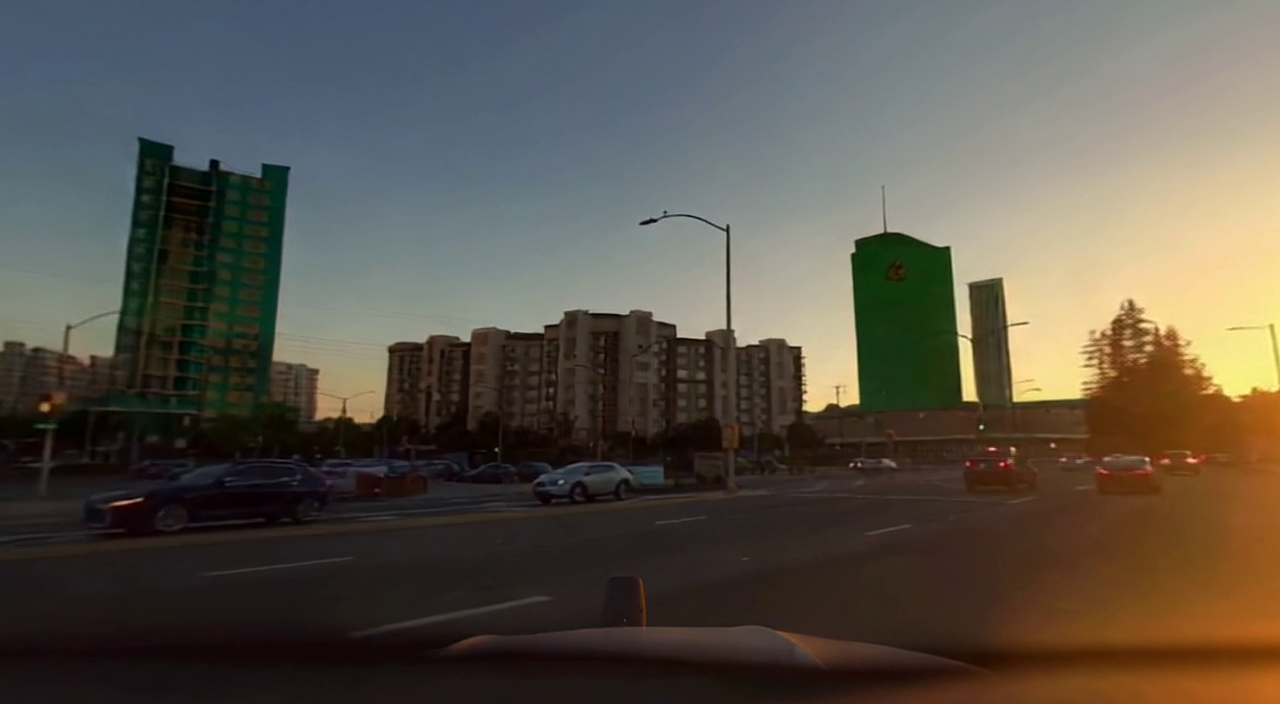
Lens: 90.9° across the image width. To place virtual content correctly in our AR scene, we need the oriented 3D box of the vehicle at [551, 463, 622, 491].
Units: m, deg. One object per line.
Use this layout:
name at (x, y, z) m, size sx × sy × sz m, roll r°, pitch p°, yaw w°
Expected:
vehicle at (-3.510, 8.263, 42.018) m, size 1.875 × 1.600 × 4.604 m, roll -8°, pitch -12°, yaw 42°

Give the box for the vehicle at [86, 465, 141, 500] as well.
vehicle at (-26.356, 6.449, 31.480) m, size 1.845 × 1.509 × 3.855 m, roll 7°, pitch -11°, yaw -41°

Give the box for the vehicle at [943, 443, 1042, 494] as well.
vehicle at (13.262, 4.278, 23.584) m, size 2.031 × 1.692 × 4.284 m, roll -9°, pitch -12°, yaw 44°

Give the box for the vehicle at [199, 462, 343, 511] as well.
vehicle at (-16.392, 5.920, 28.204) m, size 5.127 × 1.803 × 2.011 m, roll 8°, pitch -12°, yaw -44°

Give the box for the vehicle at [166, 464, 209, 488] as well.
vehicle at (-33.126, 9.001, 46.095) m, size 1.871 × 1.550 × 3.951 m, roll 8°, pitch -12°, yaw -44°

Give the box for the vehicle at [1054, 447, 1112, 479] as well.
vehicle at (24.855, 6.169, 35.299) m, size 4.011 × 1.697 × 1.857 m, roll 8°, pitch -12°, yaw -44°

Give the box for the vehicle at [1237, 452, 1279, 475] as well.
vehicle at (42.595, 7.612, 43.323) m, size 1.981 × 1.449 × 4.533 m, roll -8°, pitch -11°, yaw 41°

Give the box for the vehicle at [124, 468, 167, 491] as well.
vehicle at (-34.680, 8.885, 44.159) m, size 1.914 × 1.424 × 3.588 m, roll 8°, pitch -12°, yaw -43°

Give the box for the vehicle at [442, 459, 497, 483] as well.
vehicle at (-12.097, 8.395, 44.635) m, size 2.133 × 1.494 × 4.108 m, roll 7°, pitch -11°, yaw -41°

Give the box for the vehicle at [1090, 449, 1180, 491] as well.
vehicle at (19.536, 4.565, 24.783) m, size 4.710 × 1.444 × 2.041 m, roll 8°, pitch -12°, yaw -44°

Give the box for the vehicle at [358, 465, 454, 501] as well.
vehicle at (-12.096, 6.770, 32.777) m, size 1.884 × 1.575 × 4.215 m, roll -8°, pitch -12°, yaw 42°

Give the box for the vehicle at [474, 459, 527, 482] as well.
vehicle at (-10.309, 8.708, 46.416) m, size 2.113 × 1.502 × 3.990 m, roll 7°, pitch -11°, yaw -41°
